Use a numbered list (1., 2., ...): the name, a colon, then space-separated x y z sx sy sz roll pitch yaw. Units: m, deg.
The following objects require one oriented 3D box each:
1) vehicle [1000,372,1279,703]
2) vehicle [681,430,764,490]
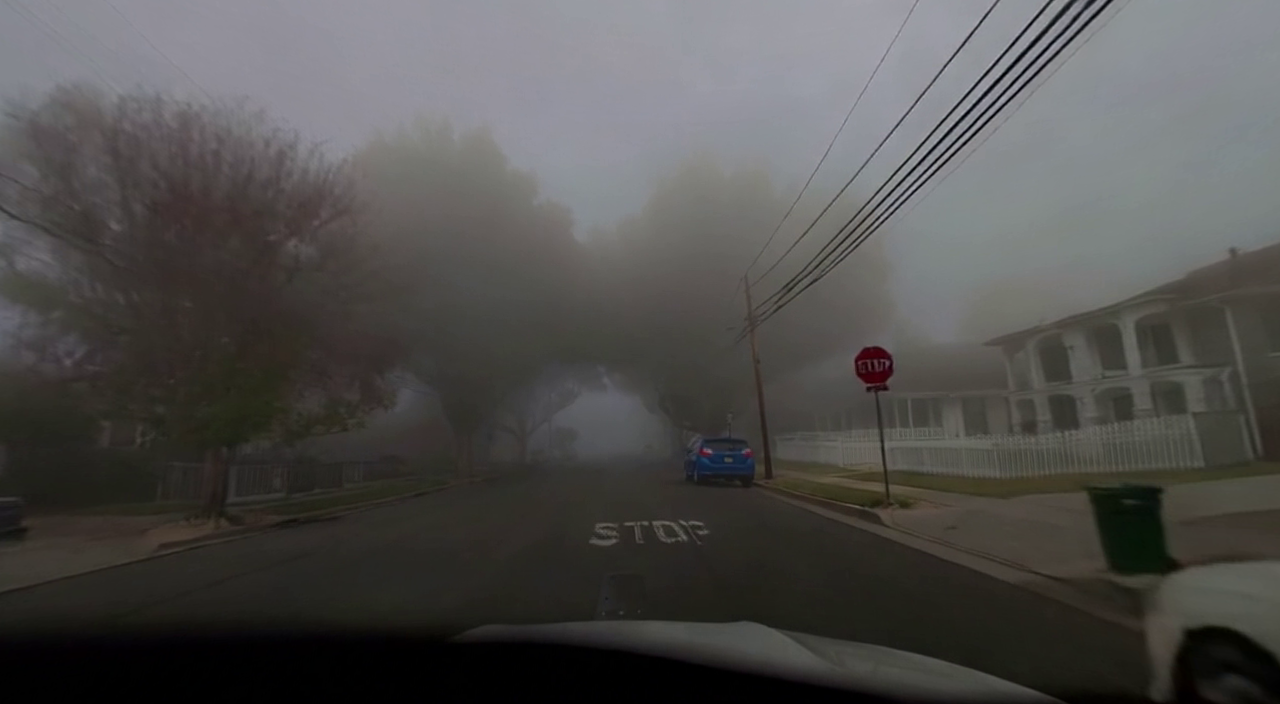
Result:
1. vehicle: 3.004 0.679 0.916 2.185 1.513 4.524 0 -9 -2
2. vehicle: 2.693 3.671 21.810 2.126 1.795 4.751 0 -9 -1
